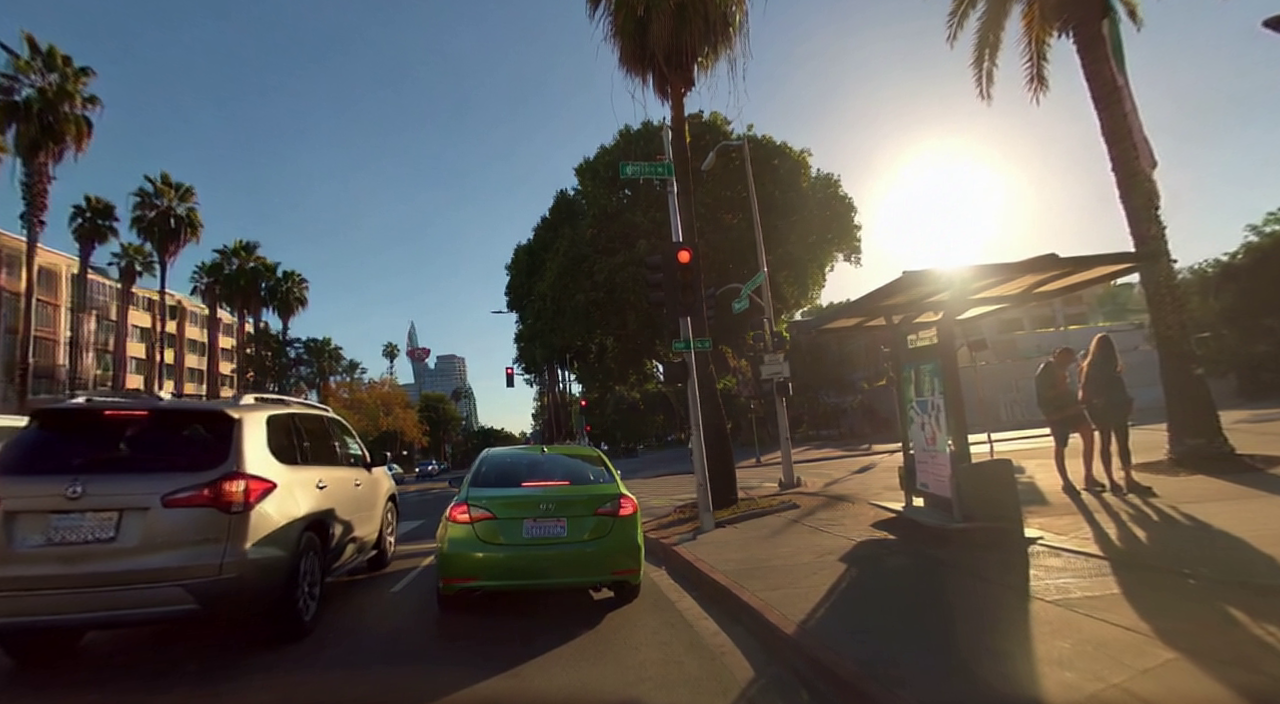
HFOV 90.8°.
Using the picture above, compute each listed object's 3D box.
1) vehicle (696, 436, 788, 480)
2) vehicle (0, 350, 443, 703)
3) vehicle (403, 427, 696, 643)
[{"bbox_3d":[5.091,5.305,31.756,3.986,1.636,1.903,6,-2,-12],"label":"vehicle"},{"bbox_3d":[-3.146,1.249,5.279,2.098,1.851,4.571,1,-9,-8],"label":"vehicle"},{"bbox_3d":[-0.969,1.607,6.702,2.065,1.467,4.289,1,-9,-10],"label":"vehicle"}]
